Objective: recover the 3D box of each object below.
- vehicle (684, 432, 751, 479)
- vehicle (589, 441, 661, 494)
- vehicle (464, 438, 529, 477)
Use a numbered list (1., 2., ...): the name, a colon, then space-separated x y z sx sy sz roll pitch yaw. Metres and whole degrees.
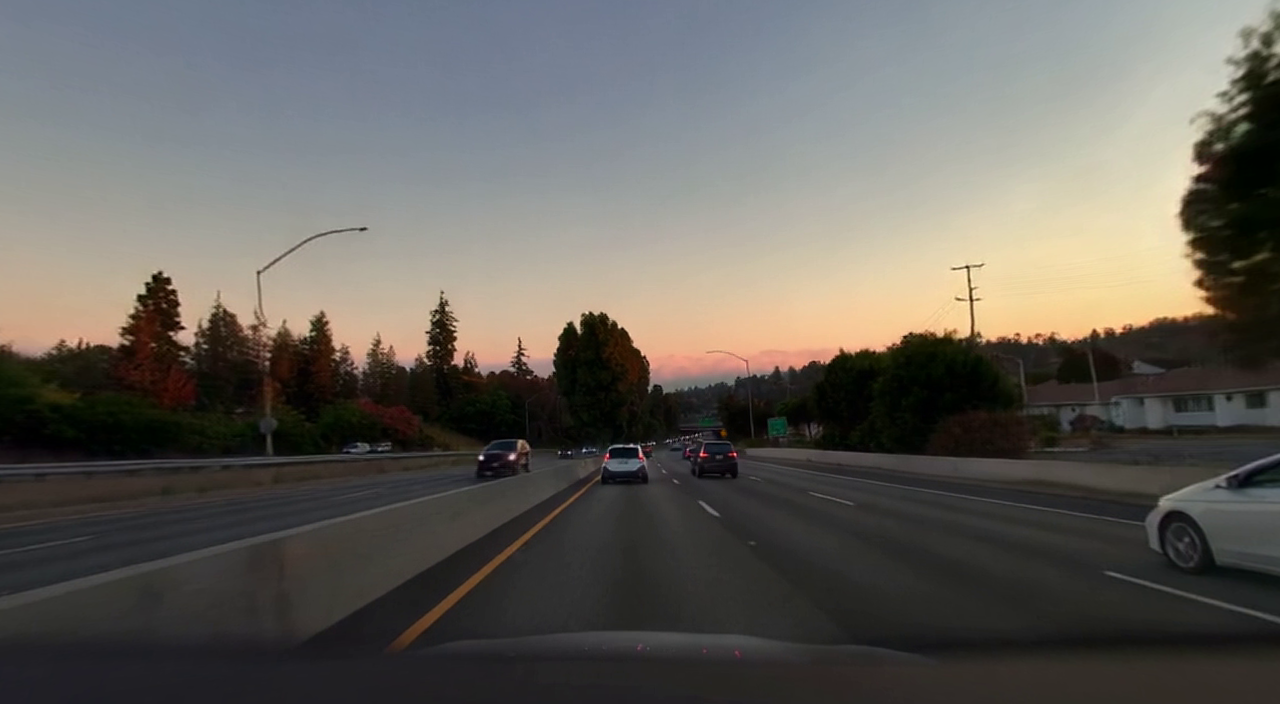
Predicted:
1. vehicle: 3.197 4.399 27.038 2.186 1.842 4.553 0 -9 -2
2. vehicle: -0.413 3.536 19.657 2.040 1.451 3.736 0 -9 0
3. vehicle: -7.318 5.448 32.853 2.205 1.832 5.001 0 -9 0
